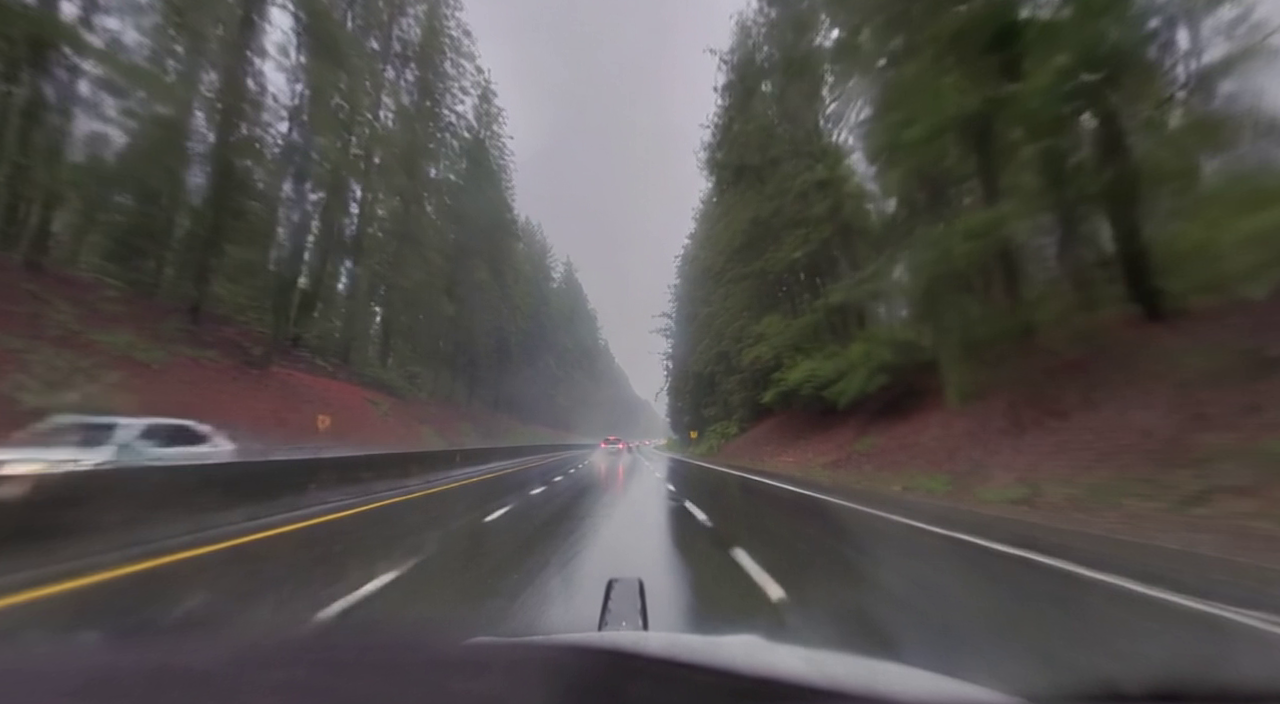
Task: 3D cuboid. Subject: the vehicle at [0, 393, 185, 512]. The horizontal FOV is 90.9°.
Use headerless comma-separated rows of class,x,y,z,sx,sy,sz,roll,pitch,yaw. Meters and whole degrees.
vehicle,-10.483,1.670,10.521,1.991,1.748,5.095,0,-8,-1
